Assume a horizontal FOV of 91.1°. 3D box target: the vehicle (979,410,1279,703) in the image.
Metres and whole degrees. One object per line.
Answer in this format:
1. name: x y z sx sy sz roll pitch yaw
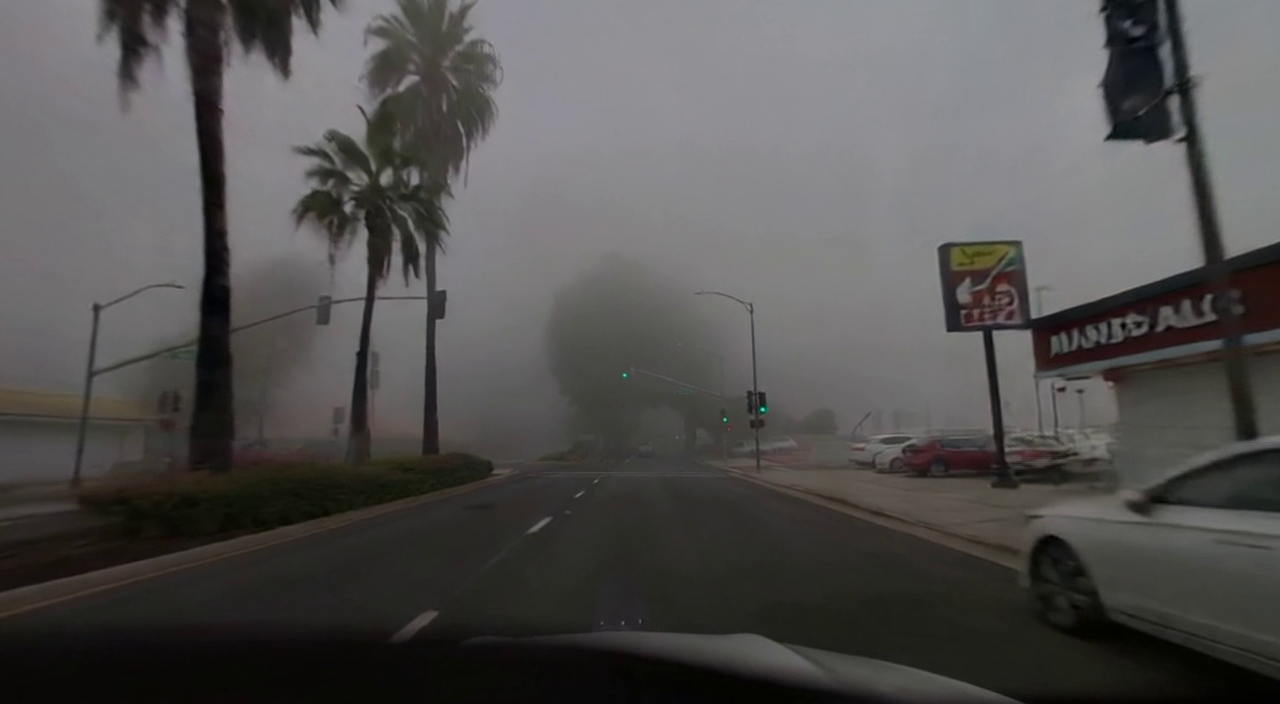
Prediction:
1. vehicle: 4.023 1.040 2.986 2.047 1.491 4.634 1 -7 -3
